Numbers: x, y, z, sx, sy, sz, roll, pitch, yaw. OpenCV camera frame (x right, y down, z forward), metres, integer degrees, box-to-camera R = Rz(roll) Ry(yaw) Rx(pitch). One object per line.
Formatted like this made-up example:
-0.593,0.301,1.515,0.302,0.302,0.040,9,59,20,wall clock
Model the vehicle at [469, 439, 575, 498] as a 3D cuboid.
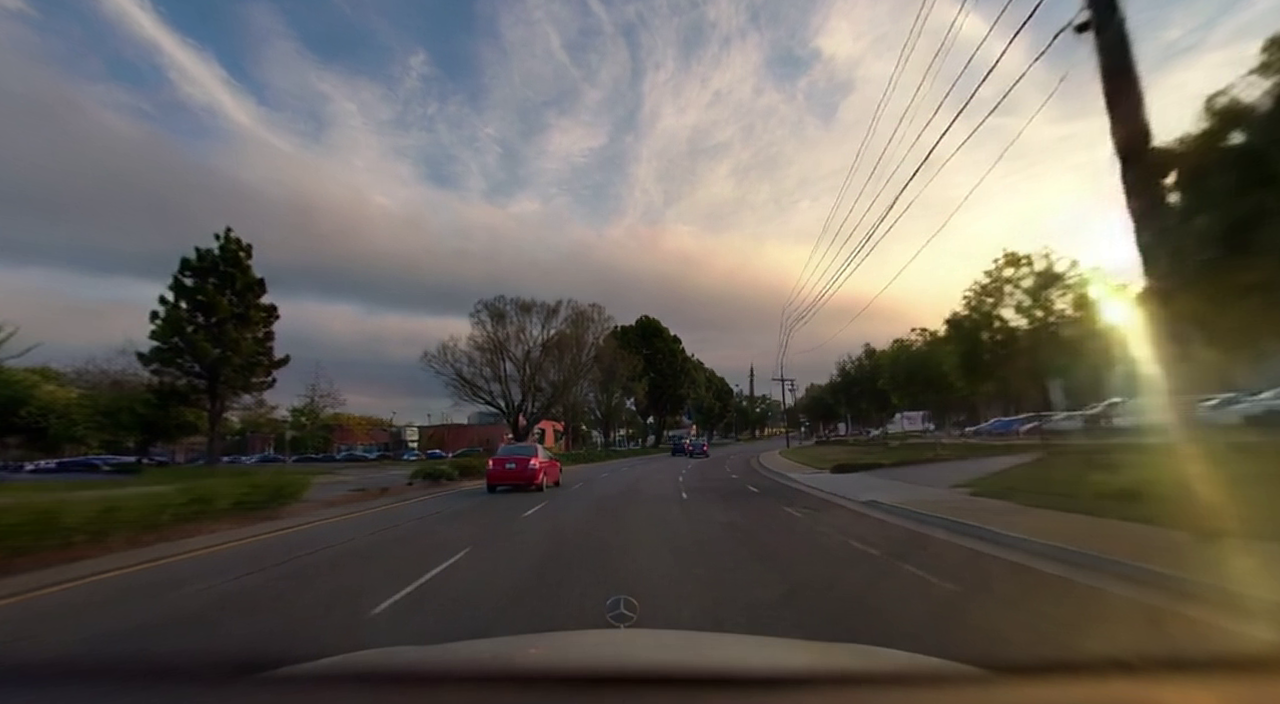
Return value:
-3.271,3.302,18.482,1.928,1.488,4.635,-1,-8,4,vehicle
